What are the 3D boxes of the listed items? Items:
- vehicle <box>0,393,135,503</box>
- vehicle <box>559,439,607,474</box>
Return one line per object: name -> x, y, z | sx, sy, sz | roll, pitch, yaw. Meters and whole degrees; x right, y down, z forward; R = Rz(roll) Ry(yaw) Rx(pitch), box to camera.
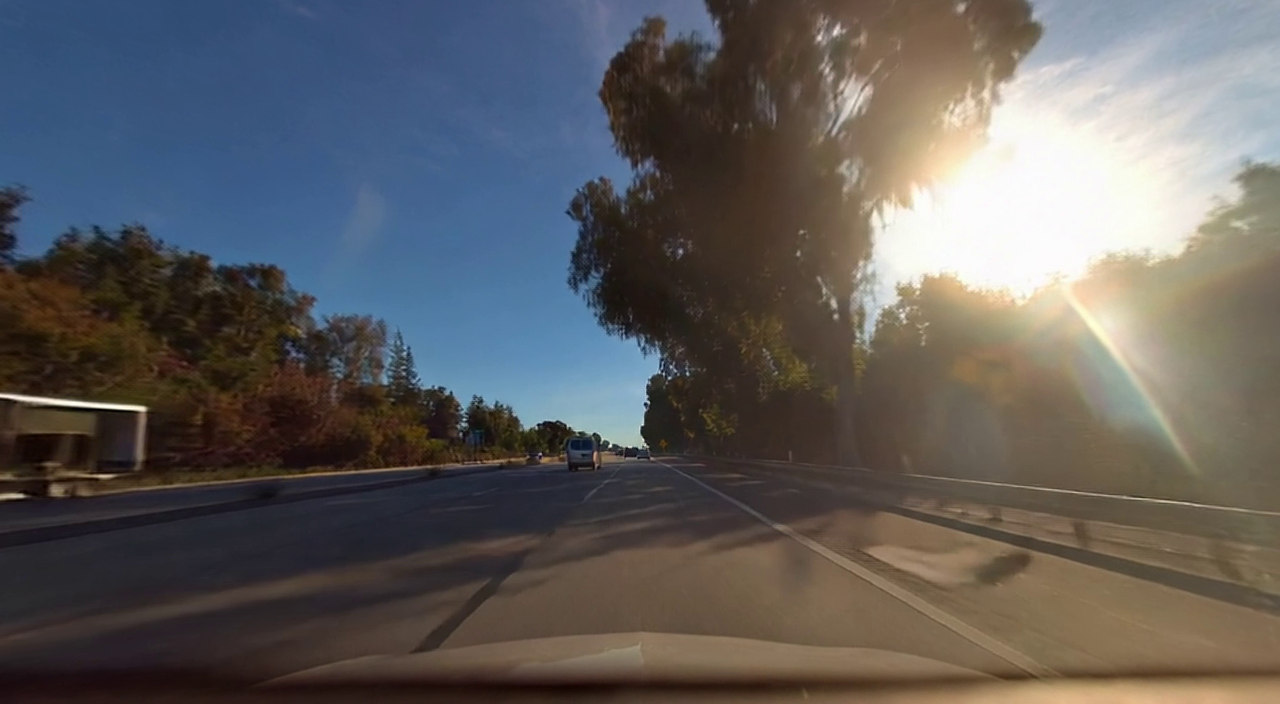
vehicle -> -24.206, 3.634, 23.889 | 2.928, 3.860, 8.514 | 0, -9, 0
vehicle -> -3.315, 6.256, 37.978 | 2.349, 1.973, 5.419 | 0, -9, 0
